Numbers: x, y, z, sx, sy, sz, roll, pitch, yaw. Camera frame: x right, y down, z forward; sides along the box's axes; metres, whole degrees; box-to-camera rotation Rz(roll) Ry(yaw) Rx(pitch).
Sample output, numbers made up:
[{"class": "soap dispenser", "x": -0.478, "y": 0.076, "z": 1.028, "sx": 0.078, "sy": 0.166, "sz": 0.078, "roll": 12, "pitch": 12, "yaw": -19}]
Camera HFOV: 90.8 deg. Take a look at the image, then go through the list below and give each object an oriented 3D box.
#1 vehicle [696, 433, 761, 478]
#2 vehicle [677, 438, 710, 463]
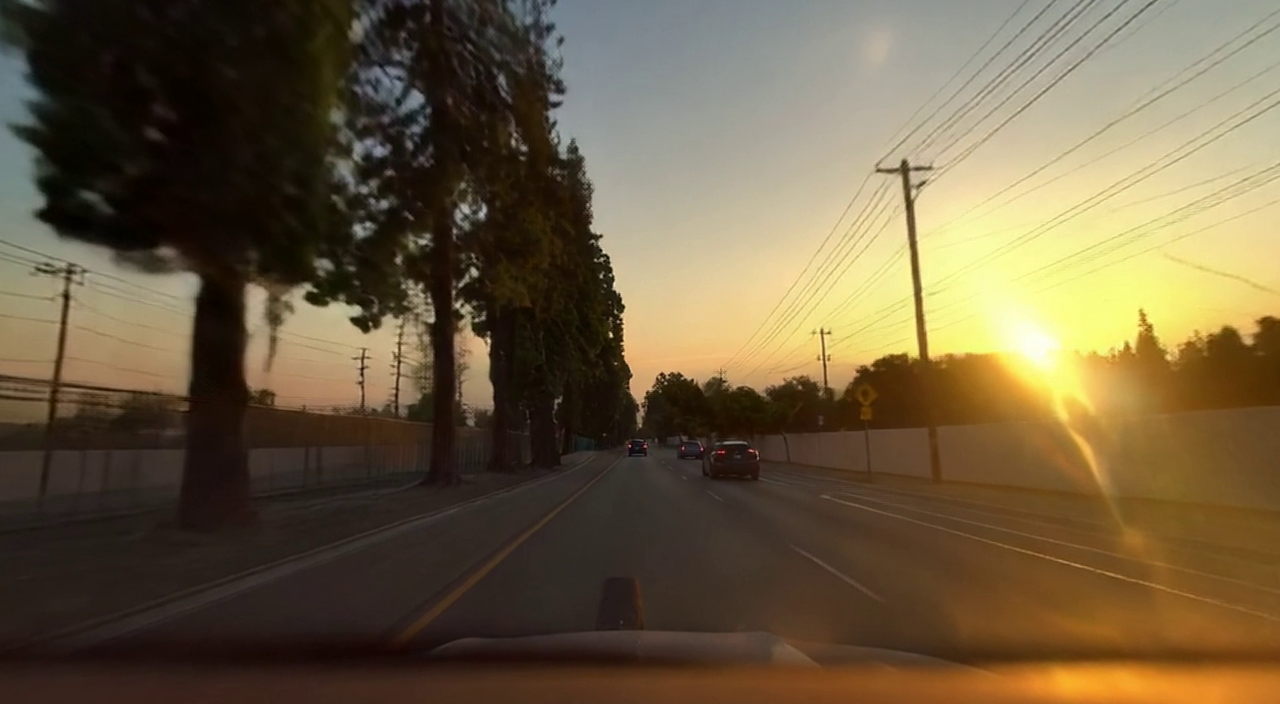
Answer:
[{"class": "vehicle", "x": 3.855, "y": 4.589, "z": 28.277, "sx": 2.112, "sy": 1.825, "sz": 4.574, "roll": 0, "pitch": -9, "yaw": -2}, {"class": "vehicle", "x": 3.790, "y": 7.070, "z": 45.390, "sx": 2.012, "sy": 1.653, "sz": 4.115, "roll": 0, "pitch": -9, "yaw": 0}]
